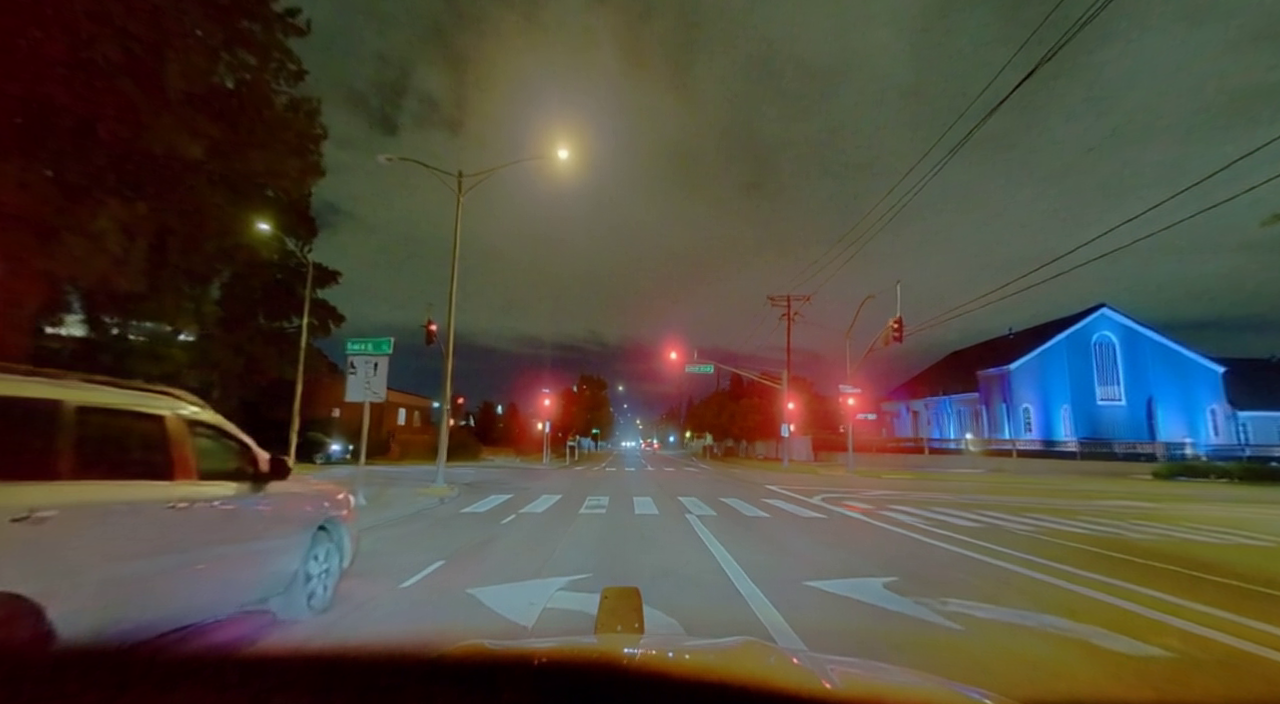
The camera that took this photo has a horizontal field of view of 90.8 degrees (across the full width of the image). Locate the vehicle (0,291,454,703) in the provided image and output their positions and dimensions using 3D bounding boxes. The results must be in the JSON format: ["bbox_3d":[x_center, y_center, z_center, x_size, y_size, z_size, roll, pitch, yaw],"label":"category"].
[{"bbox_3d":[-3.319,1.006,3.939,2.271,1.885,6.346,0,-9,1],"label":"vehicle"}]
